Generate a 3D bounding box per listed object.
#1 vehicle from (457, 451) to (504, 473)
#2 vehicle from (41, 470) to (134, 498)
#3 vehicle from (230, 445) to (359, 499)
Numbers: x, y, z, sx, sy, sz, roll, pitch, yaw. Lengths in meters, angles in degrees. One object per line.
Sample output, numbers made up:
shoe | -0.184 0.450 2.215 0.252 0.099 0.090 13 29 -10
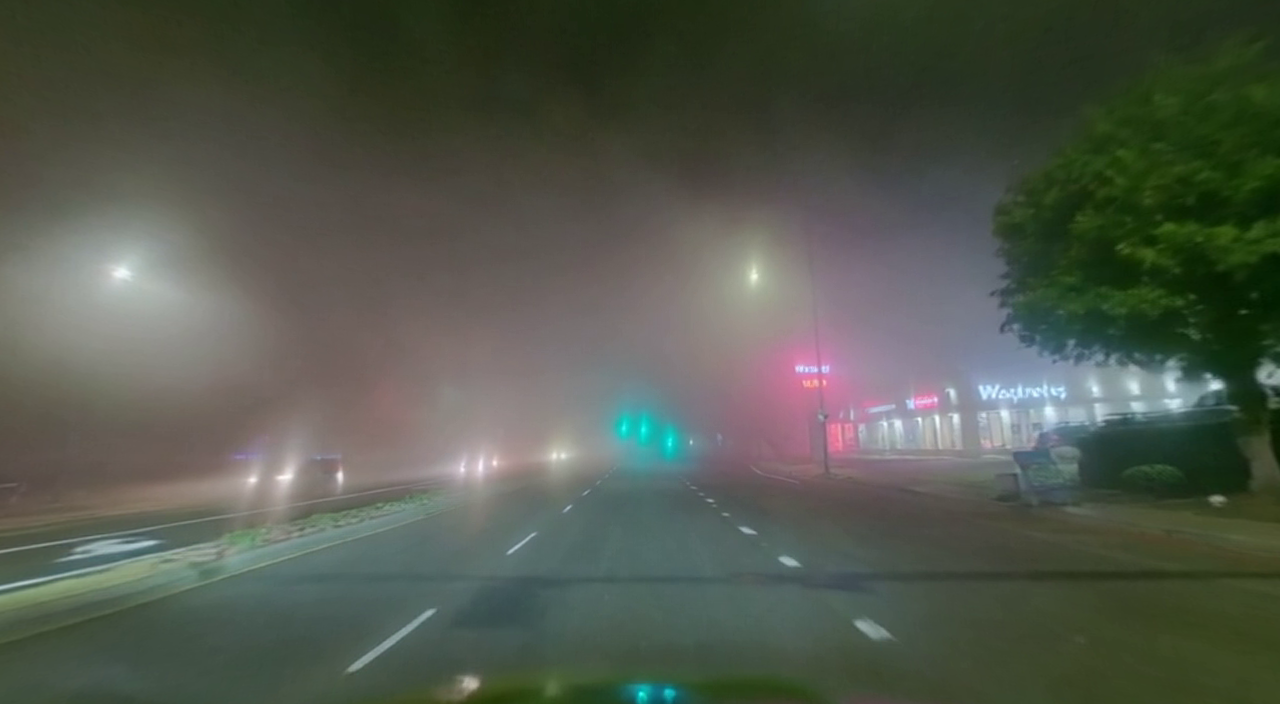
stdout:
vehicle | -11.383 7.862 45.237 2.241 1.455 4.343 0 -8 0
vehicle | -31.635 7.551 36.187 3.590 1.441 1.605 2 -9 -15
vehicle | -14.731 5.080 27.394 2.315 1.998 5.808 -2 -8 0
